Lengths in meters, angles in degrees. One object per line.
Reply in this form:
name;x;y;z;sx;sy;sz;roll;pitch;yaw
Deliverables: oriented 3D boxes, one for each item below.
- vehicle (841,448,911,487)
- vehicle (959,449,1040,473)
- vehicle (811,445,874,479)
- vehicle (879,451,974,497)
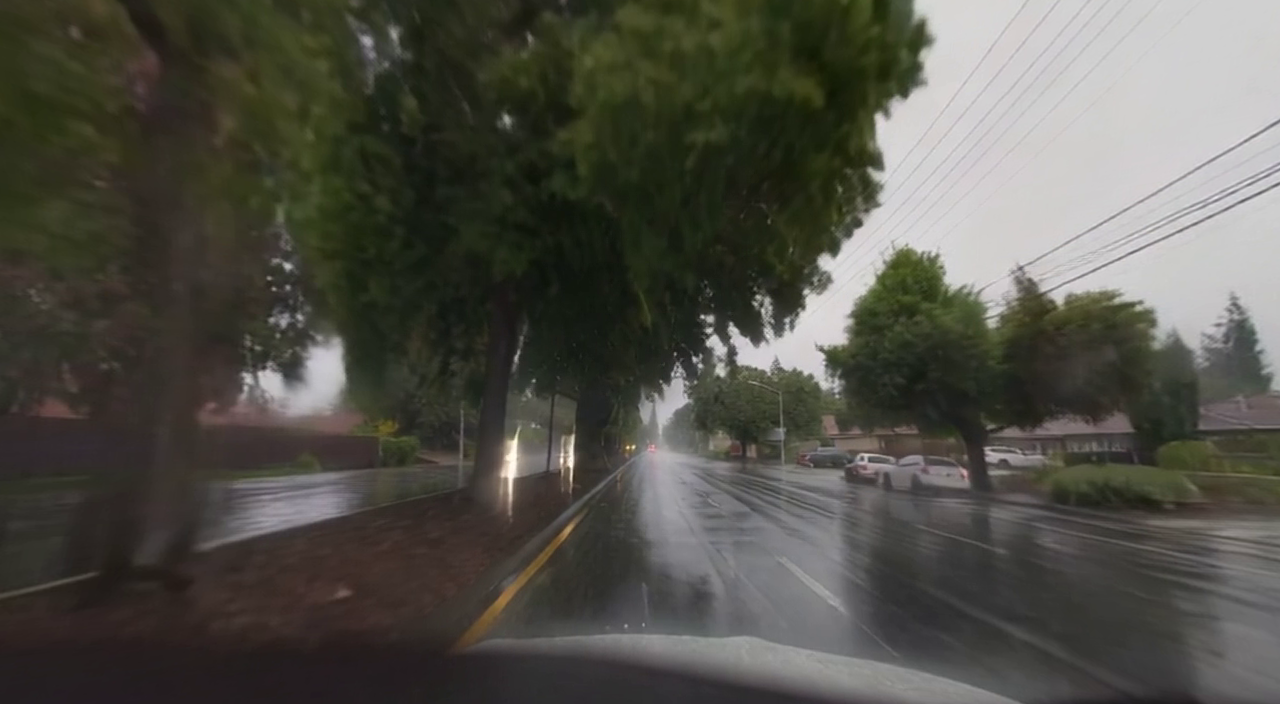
vehicle;11.814;5.772;31.860;1.869;1.522;4.295;8;-8;1
vehicle;25.918;7.873;45.525;4.670;1.636;1.946;0;-8;0
vehicle;11.957;6.500;37.600;2.178;1.858;4.726;0;-8;-1
vehicle;11.683;4.962;26.034;2.061;1.575;4.098;4;-8;1
